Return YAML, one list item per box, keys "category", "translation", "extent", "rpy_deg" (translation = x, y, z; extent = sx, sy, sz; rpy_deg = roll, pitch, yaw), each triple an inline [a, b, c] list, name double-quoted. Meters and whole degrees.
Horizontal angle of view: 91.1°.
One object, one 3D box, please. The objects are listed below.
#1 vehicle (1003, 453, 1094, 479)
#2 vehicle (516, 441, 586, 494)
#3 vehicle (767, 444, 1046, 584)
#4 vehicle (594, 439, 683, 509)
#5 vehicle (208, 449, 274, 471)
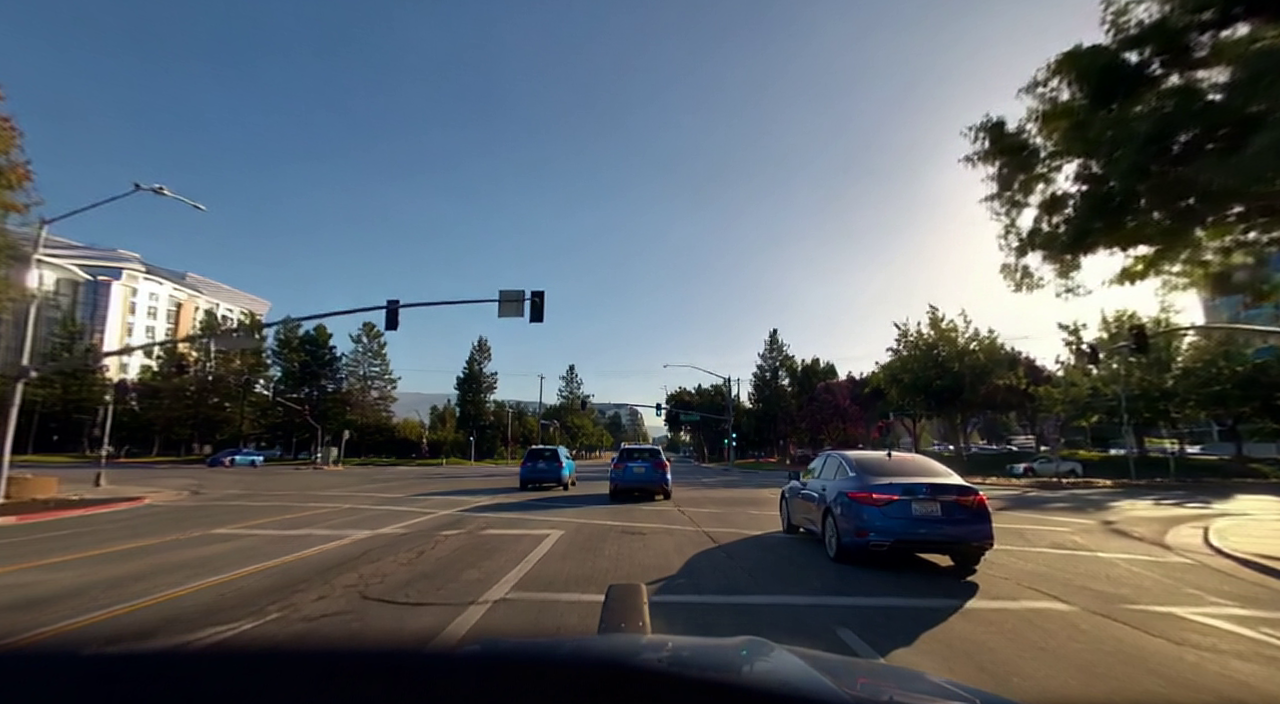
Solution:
- category: "vehicle"
  translation: [27.864, 7.794, 43.013]
  extent: [4.705, 1.631, 2.053]
  rpy_deg: [-3, -9, 16]
- category: "vehicle"
  translation: [-2.979, 3.951, 21.871]
  extent: [1.987, 1.633, 4.005]
  rpy_deg: [0, -8, -2]
- category: "vehicle"
  translation: [3.290, 2.063, 8.993]
  extent: [2.056, 1.468, 4.520]
  rpy_deg: [0, -8, 1]
- category: "vehicle"
  translation: [-0.011, 3.232, 17.182]
  extent: [2.108, 1.654, 4.235]
  rpy_deg: [0, -8, 1]
- category: "vehicle"
  translation: [-31.318, 8.450, 49.292]
  extent: [4.422, 1.605, 1.955]
  rpy_deg: [-3, -9, 20]
